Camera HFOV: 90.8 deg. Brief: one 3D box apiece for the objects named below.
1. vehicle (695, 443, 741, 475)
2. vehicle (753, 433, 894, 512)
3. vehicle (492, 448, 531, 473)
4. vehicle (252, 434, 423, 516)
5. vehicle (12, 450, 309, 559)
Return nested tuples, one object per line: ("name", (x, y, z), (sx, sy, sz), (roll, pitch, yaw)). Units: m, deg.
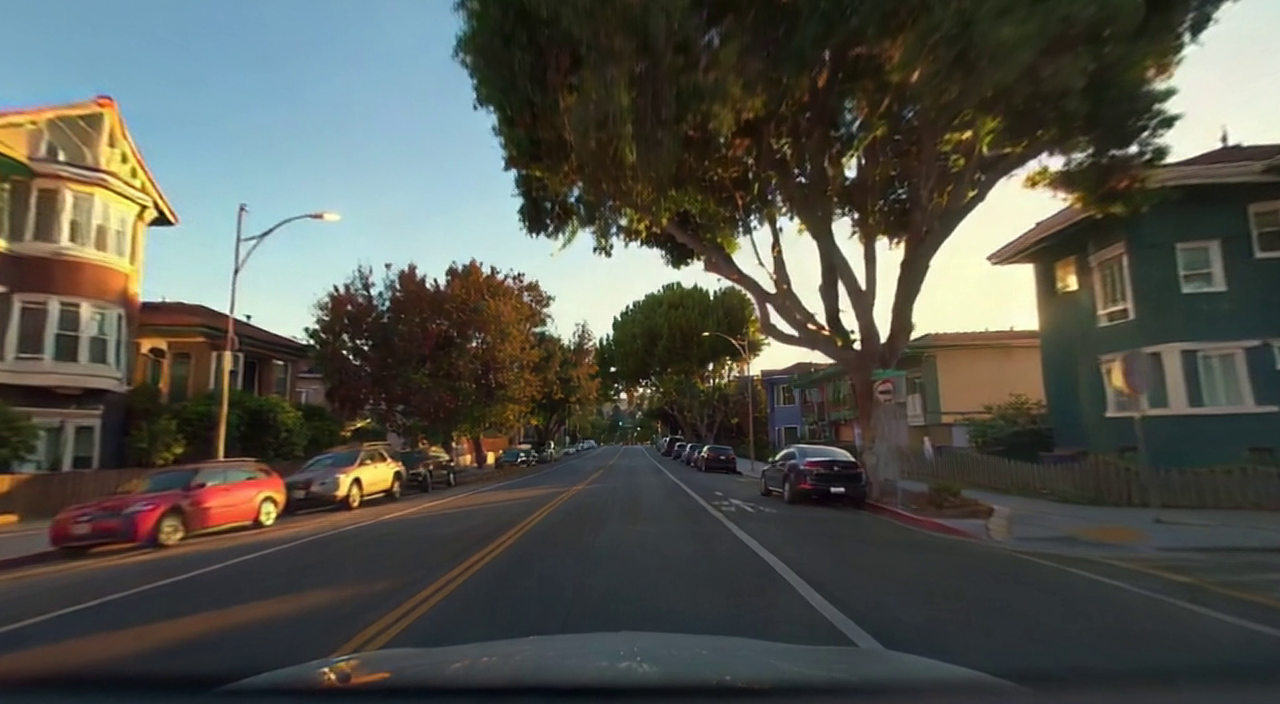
("vehicle", (4.037, 5.597, 33.399), (1.845, 1.556, 3.929), (1, -9, -1))
("vehicle", (4.334, 2.918, 15.747), (2.034, 1.674, 4.271), (1, -9, -3))
("vehicle", (-8.292, 7.012, 41.058), (1.852, 1.482, 3.916), (0, -9, -2))
("vehicle", (-7.894, 3.255, 17.220), (2.283, 1.853, 4.903), (0, -9, -1))
("vehicle", (-8.030, 2.538, 11.292), (1.967, 1.517, 4.360), (1, -9, -2))
